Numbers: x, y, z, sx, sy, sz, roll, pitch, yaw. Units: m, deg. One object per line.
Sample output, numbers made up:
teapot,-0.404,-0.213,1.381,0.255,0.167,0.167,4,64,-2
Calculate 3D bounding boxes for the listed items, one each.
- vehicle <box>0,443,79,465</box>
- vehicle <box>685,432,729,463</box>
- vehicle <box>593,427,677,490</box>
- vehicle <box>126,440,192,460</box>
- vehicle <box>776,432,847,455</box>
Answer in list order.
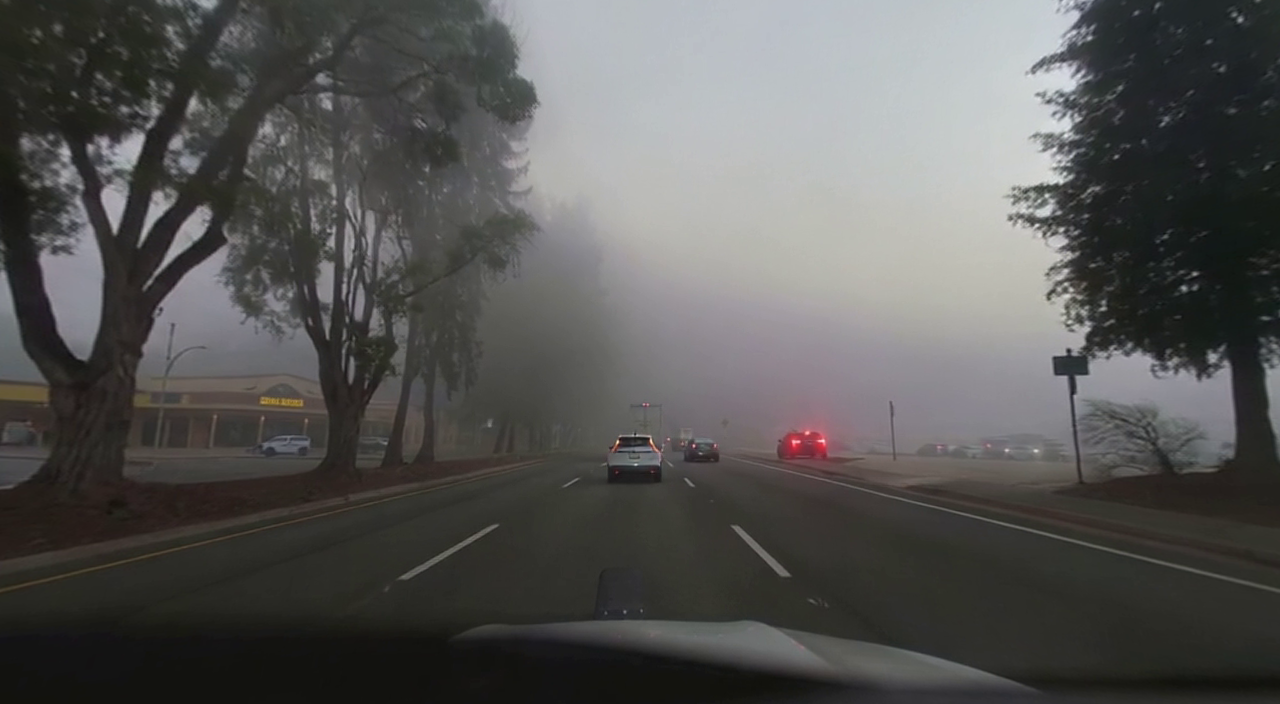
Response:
vehicle,-36.951,6.246,38.592,3.245,1.338,1.536,3,-9,-23
vehicle,3.805,5.531,36.377,2.088,1.655,4.360,0,-8,0
vehicle,-0.145,3.083,18.501,2.193,1.651,3.946,0,-8,-1
vehicle,-36.860,7.519,48.195,3.640,1.447,1.788,4,-9,-27
vehicle,13.234,7.067,48.591,4.887,1.734,2.014,0,-8,2
